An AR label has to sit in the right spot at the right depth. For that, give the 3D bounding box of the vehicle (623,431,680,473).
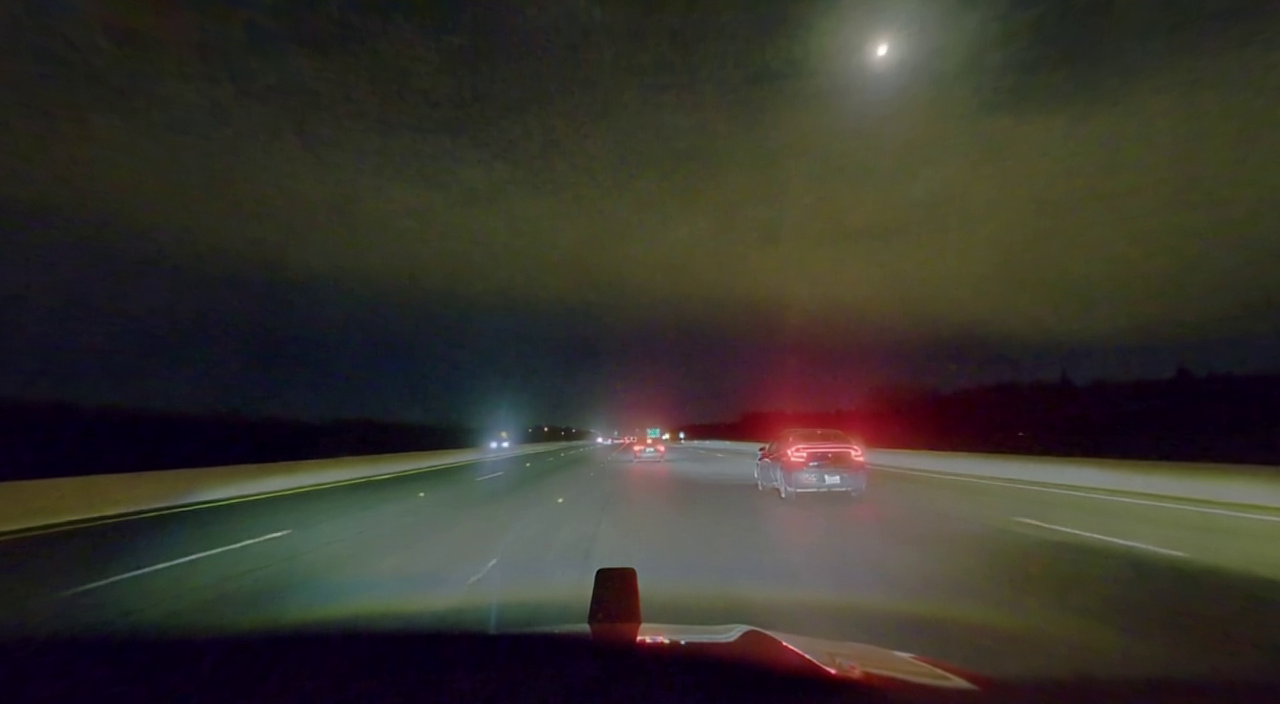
[{"bbox_3d":[0.389,3.842,24.480,2.046,1.467,3.844,0,-8,-1],"label":"vehicle"}]
